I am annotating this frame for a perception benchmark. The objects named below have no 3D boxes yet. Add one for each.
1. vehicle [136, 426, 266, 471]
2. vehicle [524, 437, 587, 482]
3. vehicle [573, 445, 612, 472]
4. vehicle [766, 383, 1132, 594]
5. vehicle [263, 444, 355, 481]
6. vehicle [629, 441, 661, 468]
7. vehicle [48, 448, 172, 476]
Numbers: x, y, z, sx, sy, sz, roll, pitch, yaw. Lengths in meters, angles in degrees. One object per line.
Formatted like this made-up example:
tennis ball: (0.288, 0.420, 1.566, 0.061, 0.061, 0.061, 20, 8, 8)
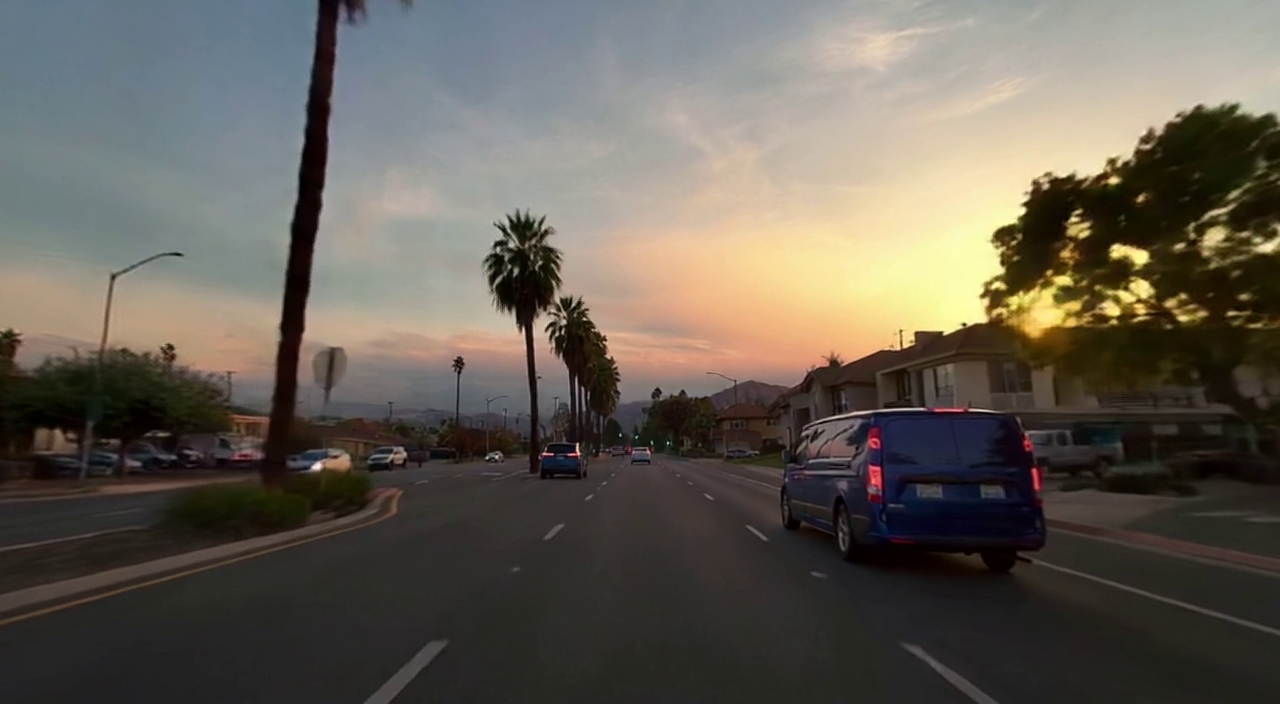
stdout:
vehicle: (-29.848, 6.562, 43.172, 6.775, 2.936, 2.546, 0, -9, -1)
vehicle: (-3.413, 4.433, 26.330, 1.967, 1.703, 4.157, 0, -9, 1)
vehicle: (-2.715, 6.176, 36.935, 1.869, 1.454, 4.142, 0, -9, 1)
vehicle: (3.324, 1.609, 8.279, 2.234, 1.912, 4.847, 0, -9, -1)
vehicle: (-16.940, 5.667, 32.659, 2.039, 1.729, 4.766, 0, -9, 2)
vehicle: (0.301, 7.288, 45.056, 2.191, 1.761, 3.857, 0, -9, 0)
vehicle: (-29.297, 6.064, 35.063, 4.876, 1.487, 1.993, 1, -9, -4)
